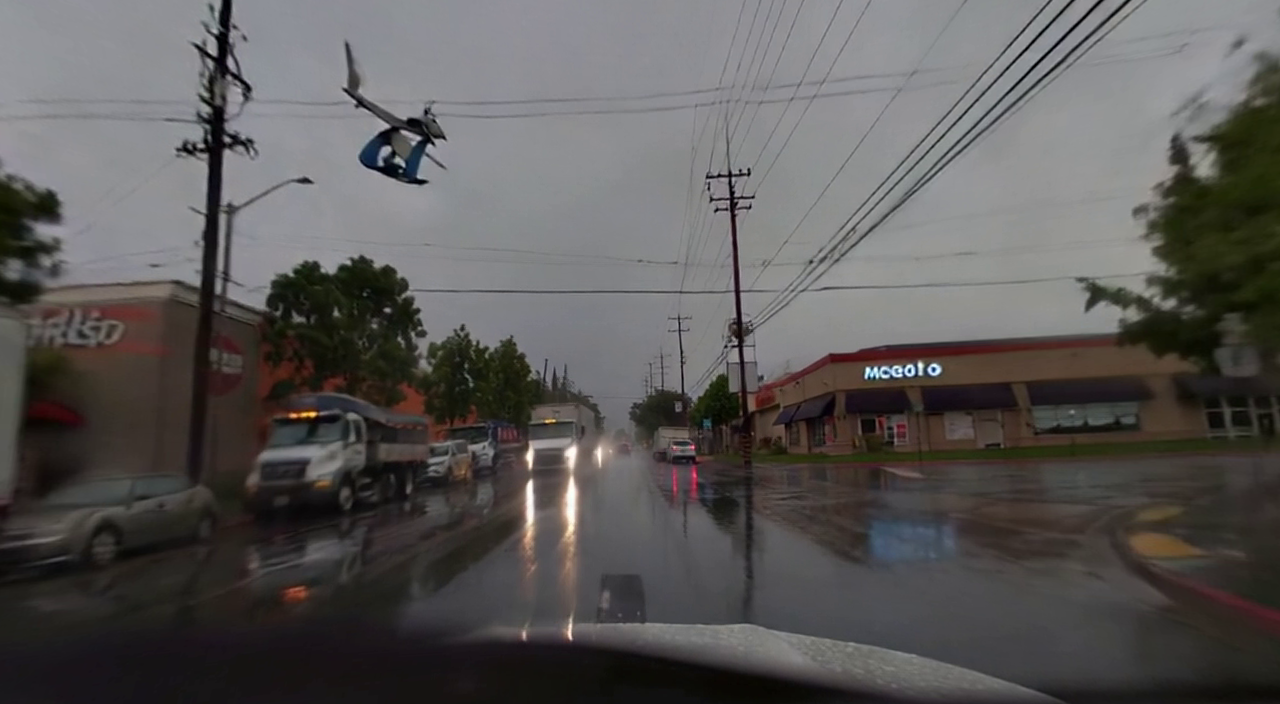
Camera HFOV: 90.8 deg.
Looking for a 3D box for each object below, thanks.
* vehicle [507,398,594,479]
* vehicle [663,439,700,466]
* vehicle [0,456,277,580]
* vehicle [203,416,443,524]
[{"bbox_3d":[-4.133,4.440,32.224,2.994,3.308,12.131,0,-8,-2],"label":"vehicle"},{"bbox_3d":[2.843,7.011,44.411,2.097,1.784,4.915,0,-8,-2],"label":"vehicle"},{"bbox_3d":[-8.252,2.516,10.451,1.777,1.468,4.605,0,-8,0],"label":"vehicle"},{"bbox_3d":[-8.100,3.115,17.517,2.737,2.345,7.210,-1,-8,2],"label":"vehicle"}]
